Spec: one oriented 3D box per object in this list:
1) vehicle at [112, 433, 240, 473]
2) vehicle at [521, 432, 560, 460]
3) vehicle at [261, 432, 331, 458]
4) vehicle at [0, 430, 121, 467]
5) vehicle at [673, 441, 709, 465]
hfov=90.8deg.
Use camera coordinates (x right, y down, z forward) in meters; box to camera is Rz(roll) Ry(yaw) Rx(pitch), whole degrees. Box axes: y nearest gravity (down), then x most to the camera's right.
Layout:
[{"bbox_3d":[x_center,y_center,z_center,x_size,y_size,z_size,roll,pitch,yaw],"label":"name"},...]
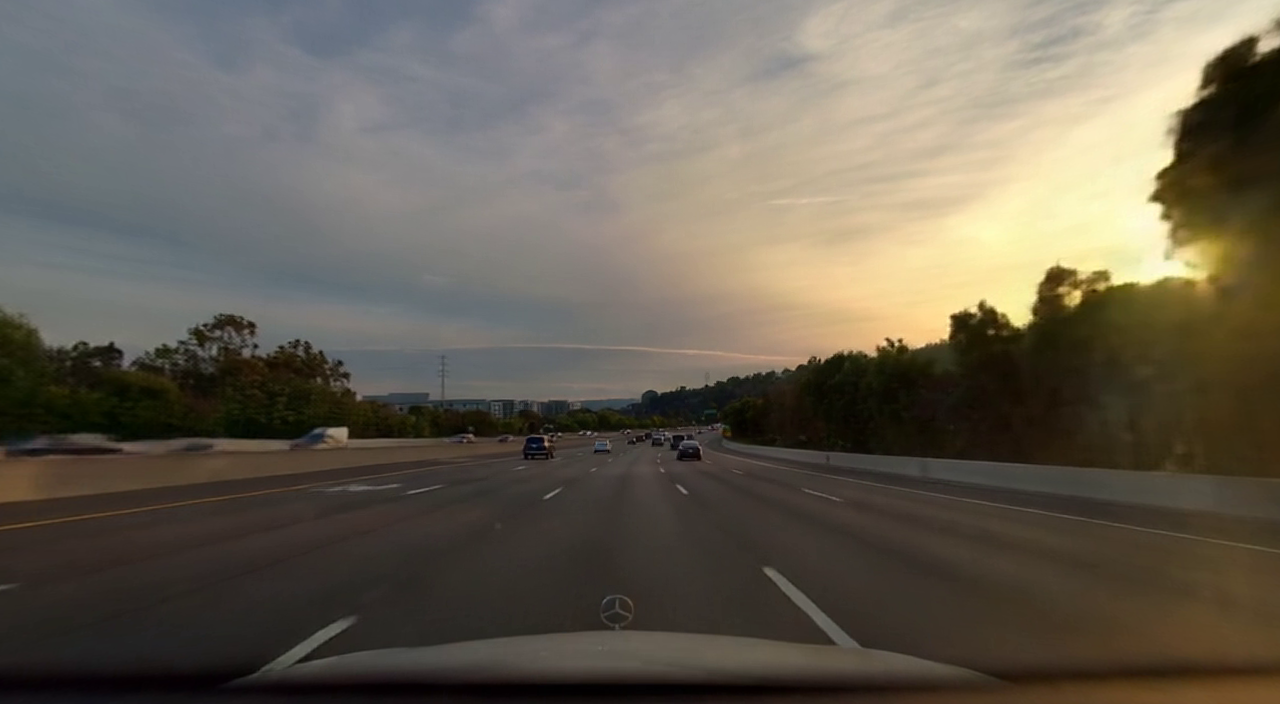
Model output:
[{"bbox_3d":[-20.049,4.398,27.595,2.005,1.576,4.638,0,-8,1],"label":"vehicle"},{"bbox_3d":[-6.998,6.681,44.925,2.009,1.850,4.338,0,-8,1],"label":"vehicle"},{"bbox_3d":[-26.592,7.234,49.133,2.136,1.862,5.573,0,-8,2],"label":"vehicle"},{"bbox_3d":[-30.411,5.059,33.173,2.033,1.774,4.856,0,-8,1],"label":"vehicle"},{"bbox_3d":[3.227,6.464,40.614,1.967,1.475,4.080,0,-8,0],"label":"vehicle"}]
